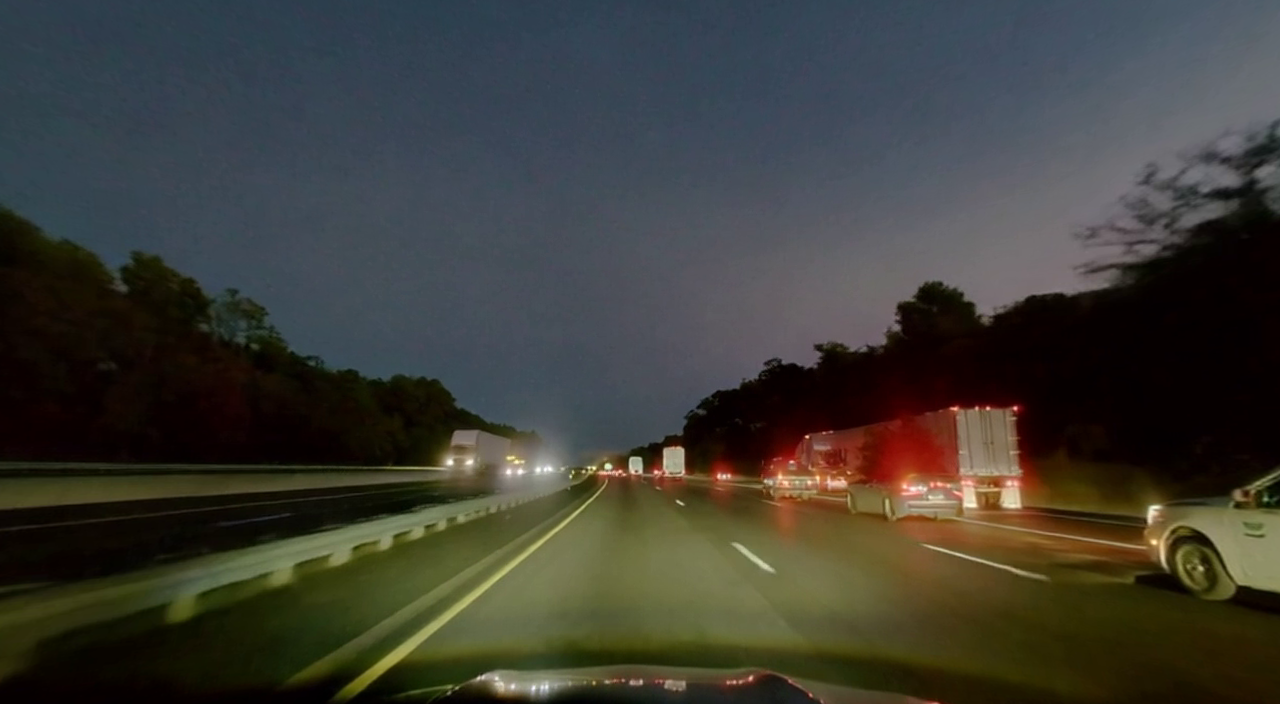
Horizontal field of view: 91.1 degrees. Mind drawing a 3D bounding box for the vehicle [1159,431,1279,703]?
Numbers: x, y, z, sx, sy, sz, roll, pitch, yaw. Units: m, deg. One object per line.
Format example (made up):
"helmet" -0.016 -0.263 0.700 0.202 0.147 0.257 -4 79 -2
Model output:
"vehicle" 4.025 0.837 1.265 1.965 1.502 4.599 1 -10 -1
